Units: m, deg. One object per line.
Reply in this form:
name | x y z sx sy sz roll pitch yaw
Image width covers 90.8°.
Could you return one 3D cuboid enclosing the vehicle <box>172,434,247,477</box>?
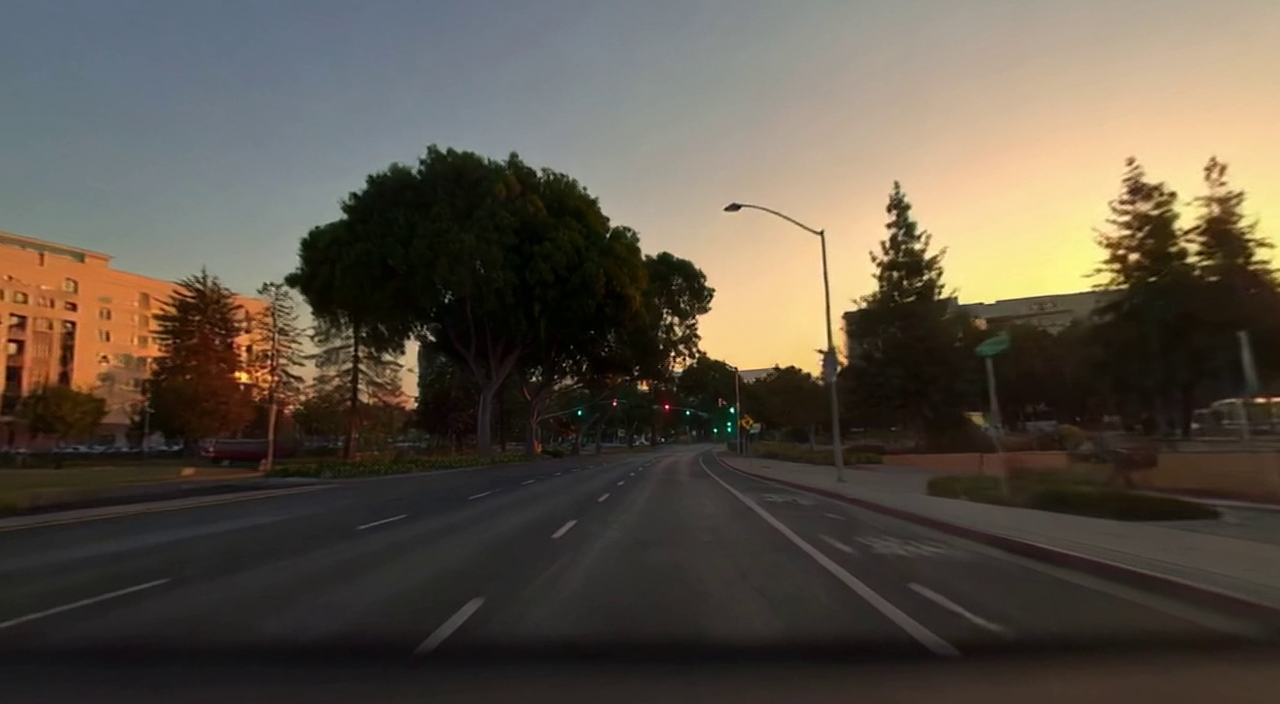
vehicle | -26.523 6.358 39.035 2.249 2.488 3.048 -3 -8 9
